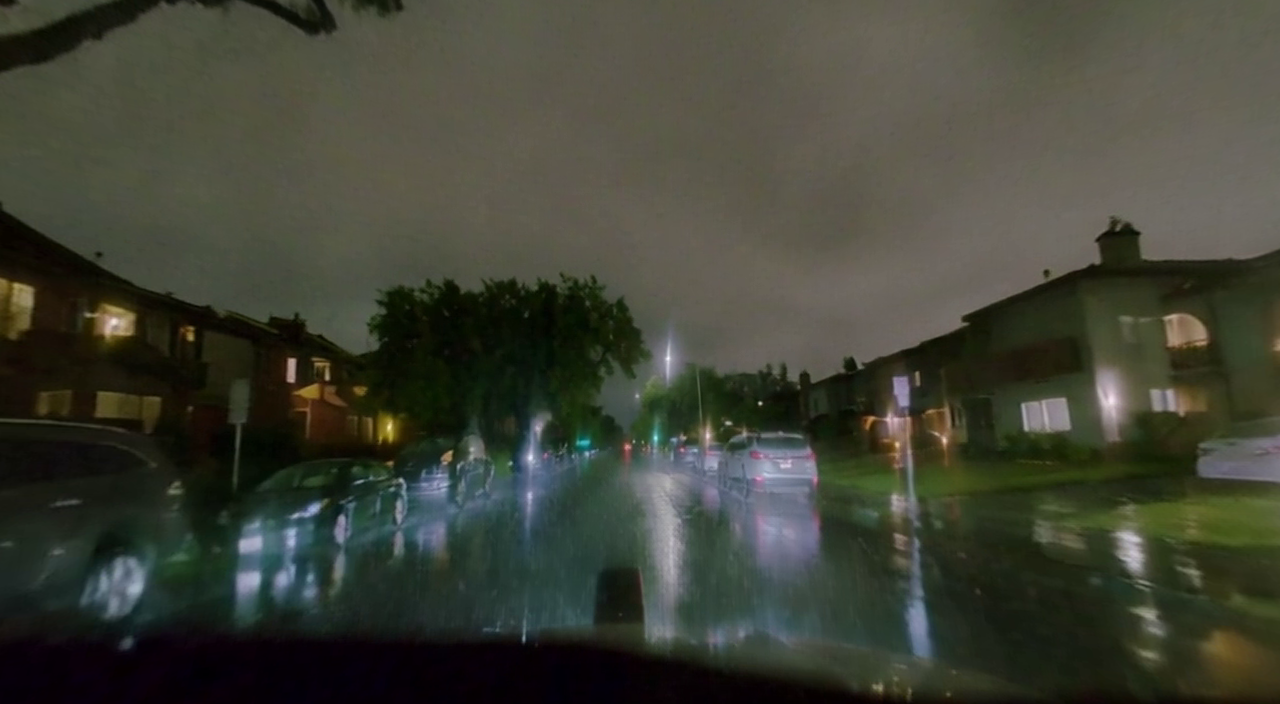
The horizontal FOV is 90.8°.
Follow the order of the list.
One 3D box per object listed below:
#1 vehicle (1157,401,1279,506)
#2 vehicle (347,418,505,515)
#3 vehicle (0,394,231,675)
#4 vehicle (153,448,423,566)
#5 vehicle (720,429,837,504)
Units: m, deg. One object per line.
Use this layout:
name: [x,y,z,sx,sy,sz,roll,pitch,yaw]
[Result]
vehicle: [11.376,1.629,10.255,4.336,1.520,1.876,0,-8,-2]
vehicle: [-5.335,2.932,16.758,2.390,2.123,5.371,0,-8,-1]
vehicle: [-5.279,1.218,4.232,2.042,1.850,4.758,0,-8,-3]
vehicle: [-5.286,2.328,10.395,1.858,1.456,4.587,0,-8,-1]
vehicle: [3.491,2.984,16.951,1.994,1.710,4.699,0,-8,-1]
